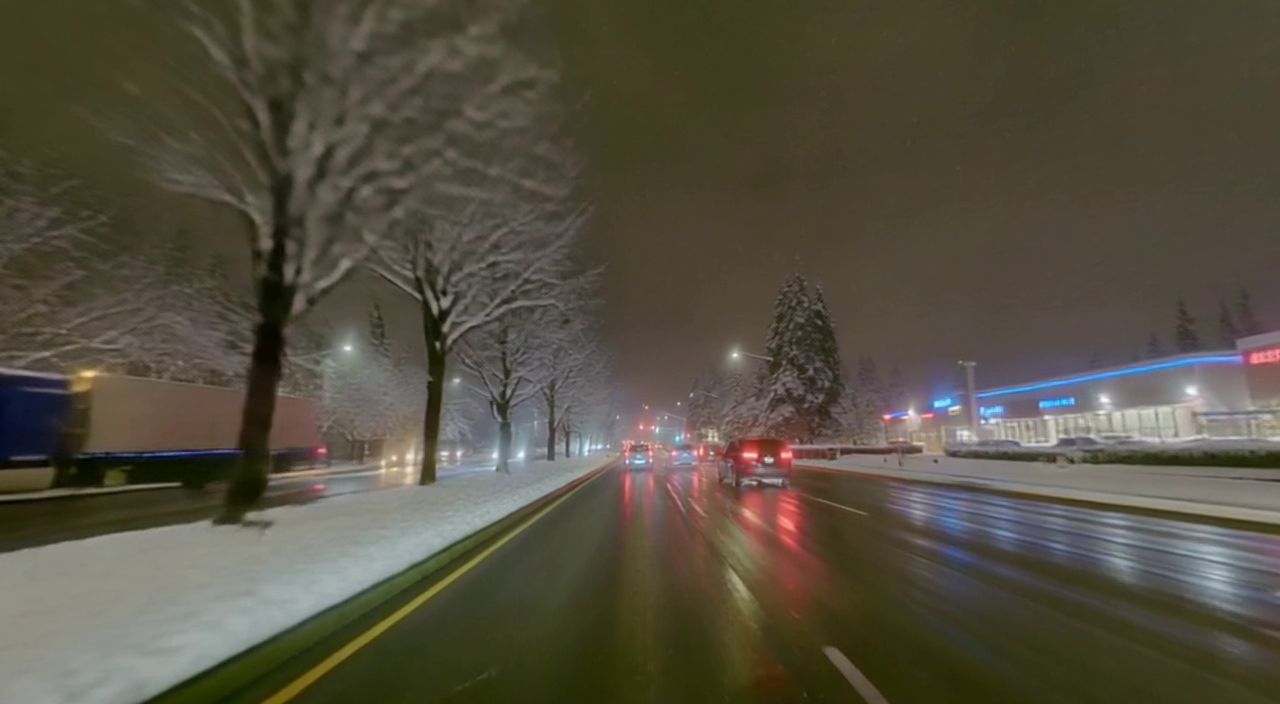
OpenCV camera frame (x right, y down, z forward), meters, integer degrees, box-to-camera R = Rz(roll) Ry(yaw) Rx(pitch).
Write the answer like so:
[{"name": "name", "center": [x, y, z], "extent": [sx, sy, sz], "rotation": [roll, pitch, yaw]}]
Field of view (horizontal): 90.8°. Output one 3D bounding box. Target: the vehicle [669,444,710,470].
[{"name": "vehicle", "center": [2.831, 6.093, 36.865], "extent": [1.970, 1.402, 3.756], "rotation": [0, -9, -1]}]

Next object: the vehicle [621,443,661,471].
[{"name": "vehicle", "center": [0.044, 5.666, 34.216], "extent": [2.056, 1.440, 3.798], "rotation": [0, -9, 0]}]

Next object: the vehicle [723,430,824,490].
[{"name": "vehicle", "center": [4.404, 3.657, 21.710], "extent": [2.140, 1.811, 4.593], "rotation": [1, -9, -4]}]

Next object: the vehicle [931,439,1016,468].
[{"name": "vehicle", "center": [20.904, 6.347, 39.659], "extent": [4.162, 1.546, 2.051], "rotation": [-1, -7, -5]}]

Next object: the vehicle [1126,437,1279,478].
[{"name": "vehicle", "center": [20.867, 3.877, 23.352], "extent": [4.176, 1.386, 1.865], "rotation": [0, -8, 0]}]

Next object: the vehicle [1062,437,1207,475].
[{"name": "vehicle", "center": [20.217, 4.255, 25.946], "extent": [4.360, 1.383, 1.960], "rotation": [-1, -8, -3]}]

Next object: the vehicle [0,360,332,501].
[{"name": "vehicle", "center": [-18.879, 3.569, 27.040], "extent": [3.207, 4.202, 16.118], "rotation": [-1, -9, 0]}]

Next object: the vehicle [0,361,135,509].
[{"name": "vehicle", "center": [-19.106, 2.253, 17.216], "extent": [2.999, 4.017, 8.806], "rotation": [0, -9, 2]}]
